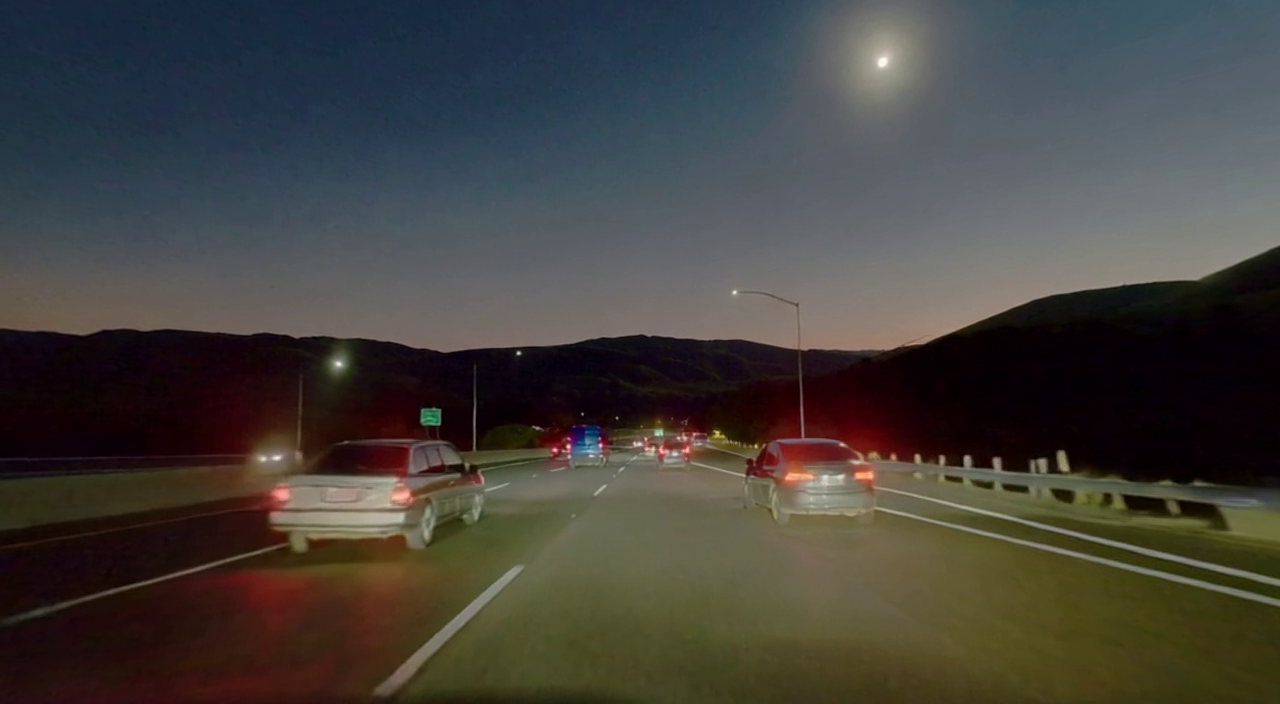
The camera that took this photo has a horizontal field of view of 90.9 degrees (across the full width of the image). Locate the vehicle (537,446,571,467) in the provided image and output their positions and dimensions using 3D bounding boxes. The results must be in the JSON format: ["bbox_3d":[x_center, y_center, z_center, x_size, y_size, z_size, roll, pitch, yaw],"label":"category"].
[{"bbox_3d":[-6.520,7.910,48.099,1.964,1.487,4.417,0,-8,0],"label":"vehicle"}]

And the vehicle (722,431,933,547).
[{"bbox_3d":[2.767,2.137,10.566,2.050,1.491,4.362,0,-8,-2],"label":"vehicle"}]

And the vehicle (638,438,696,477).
[{"bbox_3d":[1.196,4.950,29.829,2.270,1.660,4.101,0,-8,-4],"label":"vehicle"}]

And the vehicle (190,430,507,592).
[{"bbox_3d":[-3.209,1.824,8.129,1.990,1.501,4.250,0,-8,1],"label":"vehicle"}]

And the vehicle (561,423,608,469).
[{"bbox_3d":[-3.367,5.927,39.725,2.396,2.664,5.735,0,-9,1],"label":"vehicle"}]
